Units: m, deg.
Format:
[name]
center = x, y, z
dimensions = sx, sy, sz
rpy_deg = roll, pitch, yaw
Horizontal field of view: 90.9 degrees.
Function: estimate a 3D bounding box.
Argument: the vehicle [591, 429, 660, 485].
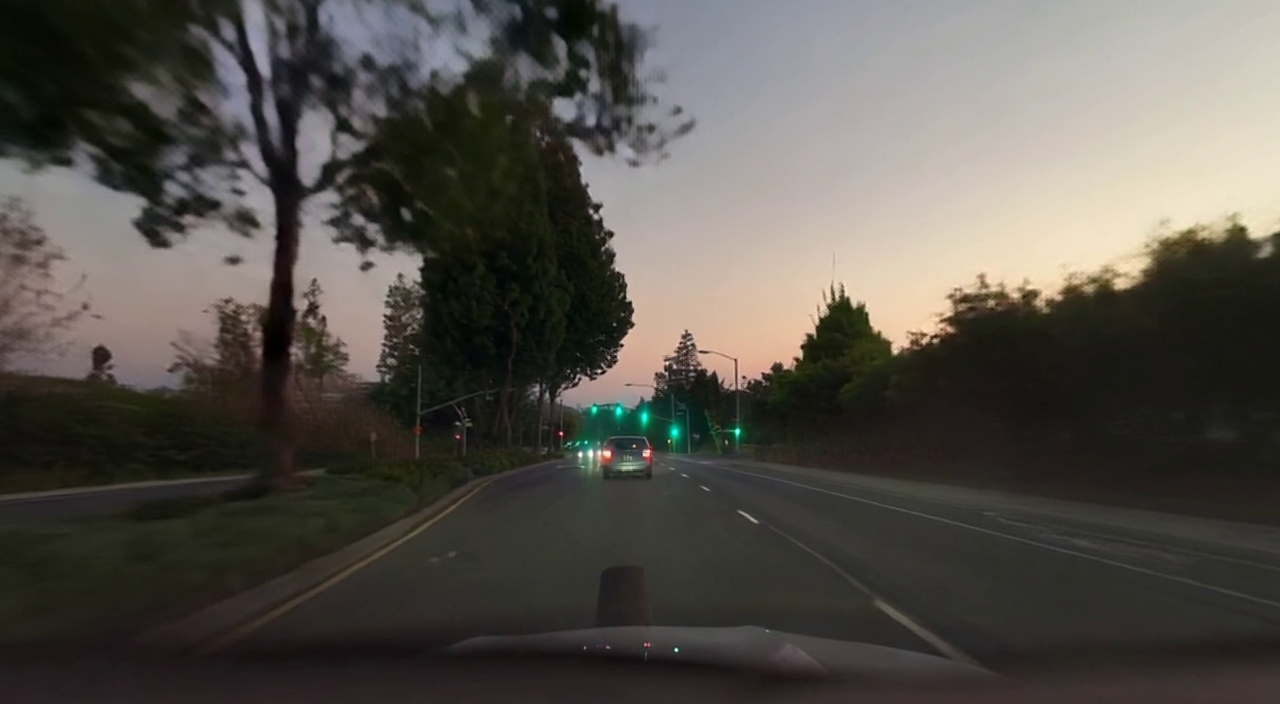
[vehicle]
center = -0.515, 3.688, 22.333
dimensions = 2.192, 1.734, 4.176
rpy_deg = 1, -9, -1
